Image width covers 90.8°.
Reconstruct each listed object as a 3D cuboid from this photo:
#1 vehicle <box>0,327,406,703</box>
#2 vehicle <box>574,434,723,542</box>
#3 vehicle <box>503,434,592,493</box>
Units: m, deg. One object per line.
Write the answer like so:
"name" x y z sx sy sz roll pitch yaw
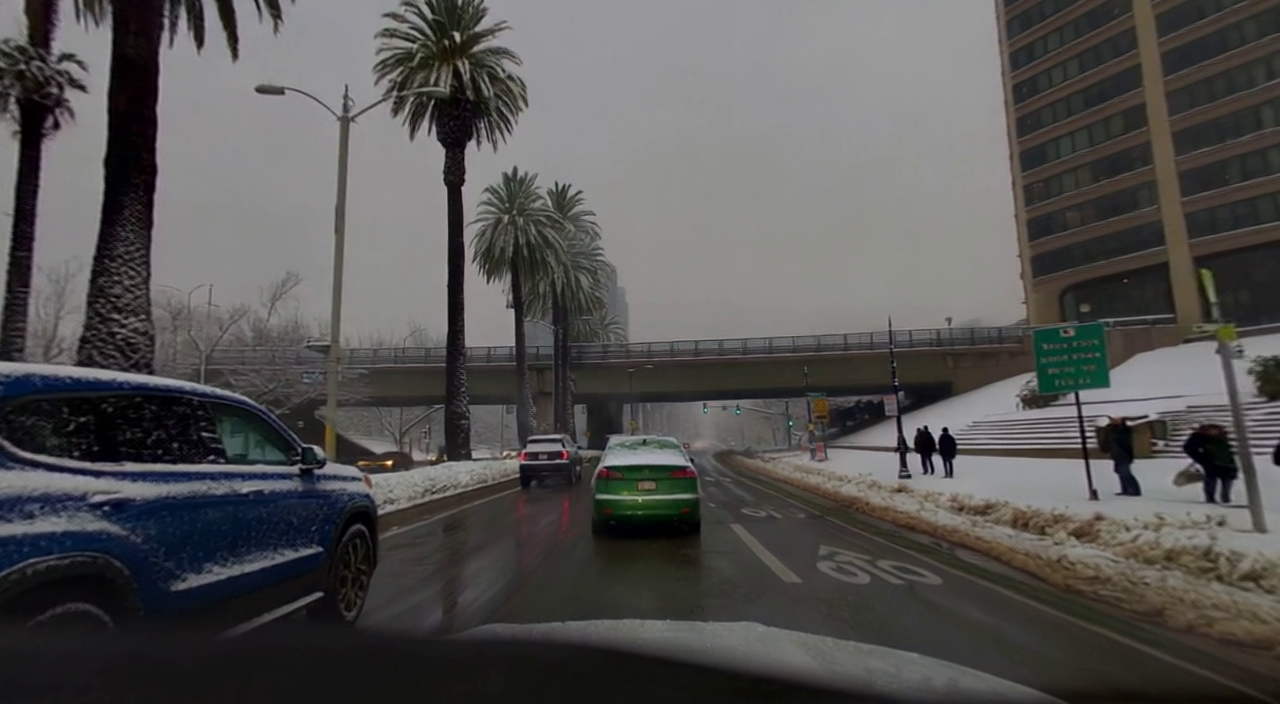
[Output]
"vehicle" -3.208 0.985 3.498 2.014 1.740 4.359 0 -8 2
"vehicle" 0.100 2.174 10.787 2.036 1.461 4.129 0 -8 0
"vehicle" -2.777 3.439 19.887 1.955 1.637 4.032 -1 -8 3
